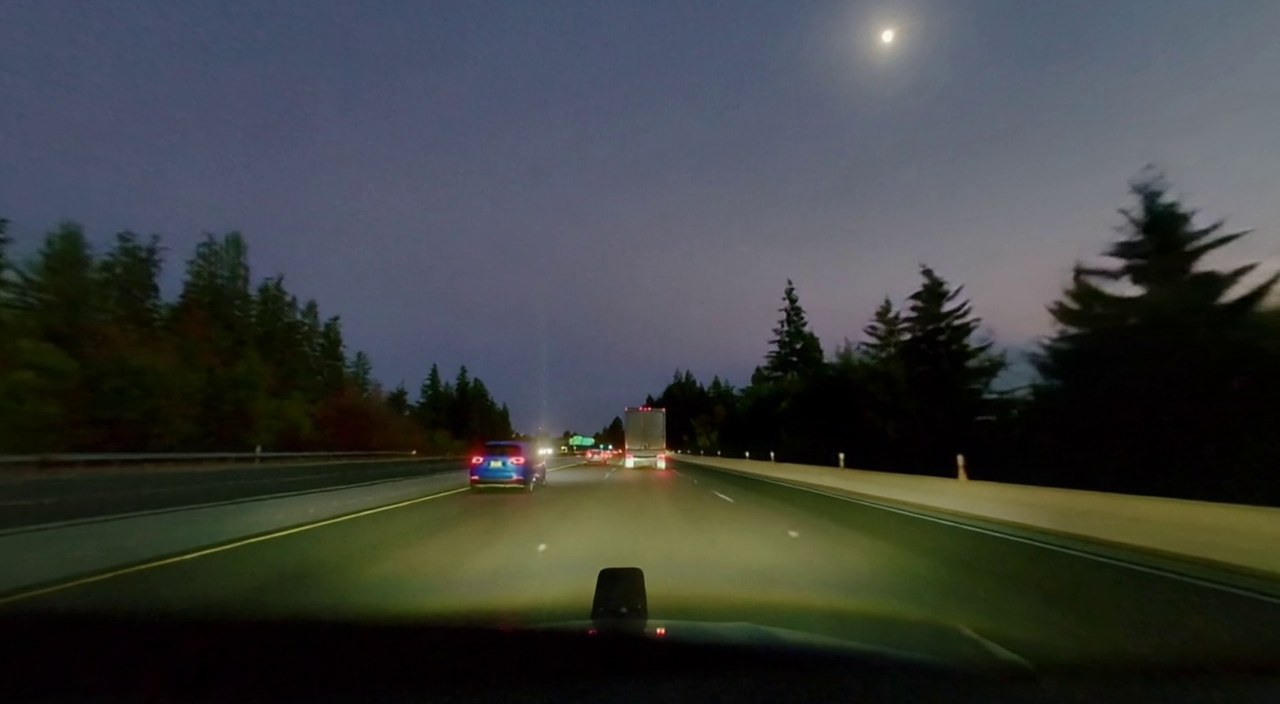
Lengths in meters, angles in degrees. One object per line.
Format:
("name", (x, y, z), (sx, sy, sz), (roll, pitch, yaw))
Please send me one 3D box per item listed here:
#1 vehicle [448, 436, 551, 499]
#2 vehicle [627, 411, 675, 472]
("vehicle", (-3.875, 3.262, 18.149), (1.977, 1.602, 3.944), (0, -9, 1))
("vehicle", (0.588, 6.125, 42.775), (2.893, 3.628, 9.081), (0, -9, -1))
